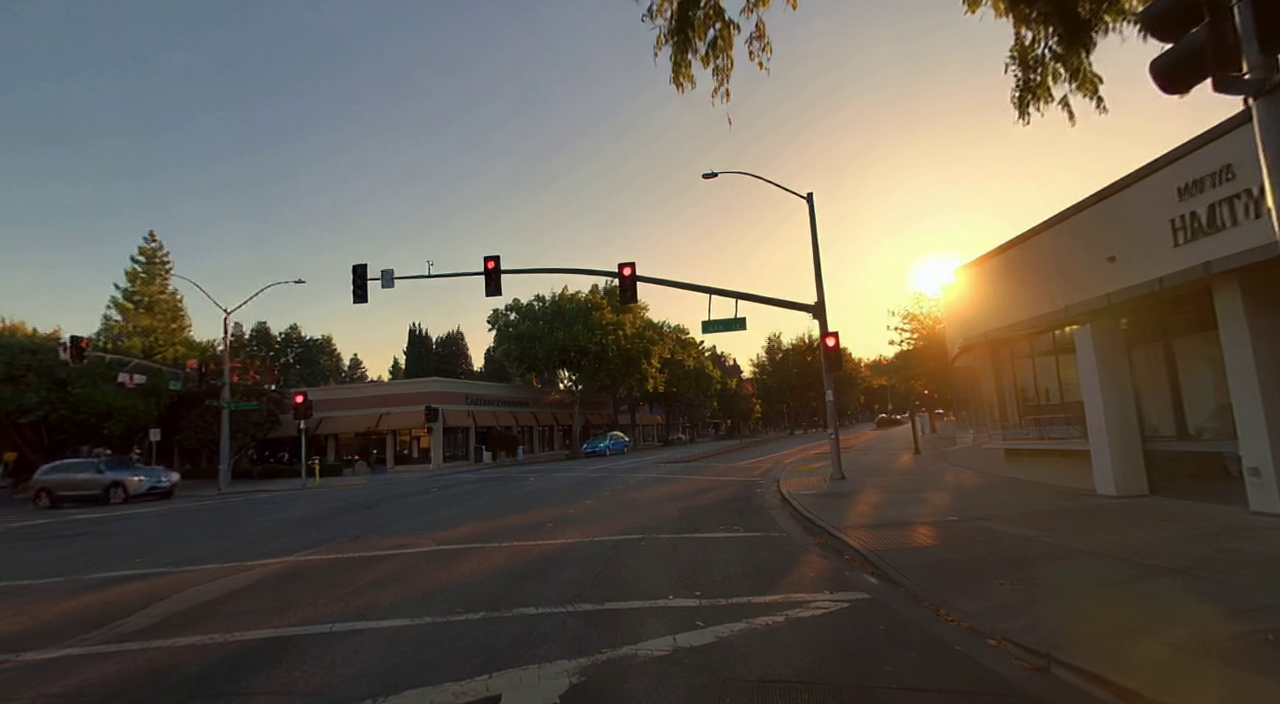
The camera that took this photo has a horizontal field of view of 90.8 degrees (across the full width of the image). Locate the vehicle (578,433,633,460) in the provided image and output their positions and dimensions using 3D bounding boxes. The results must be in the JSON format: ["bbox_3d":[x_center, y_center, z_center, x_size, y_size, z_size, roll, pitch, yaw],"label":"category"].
[{"bbox_3d":[-2.333,6.592,44.083,2.244,1.792,4.648,-3,-9,19],"label":"vehicle"}]

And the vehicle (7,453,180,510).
[{"bbox_3d":[-18.638,4.362,21.613,4.715,1.745,2.026,-3,-9,15],"label":"vehicle"}]
